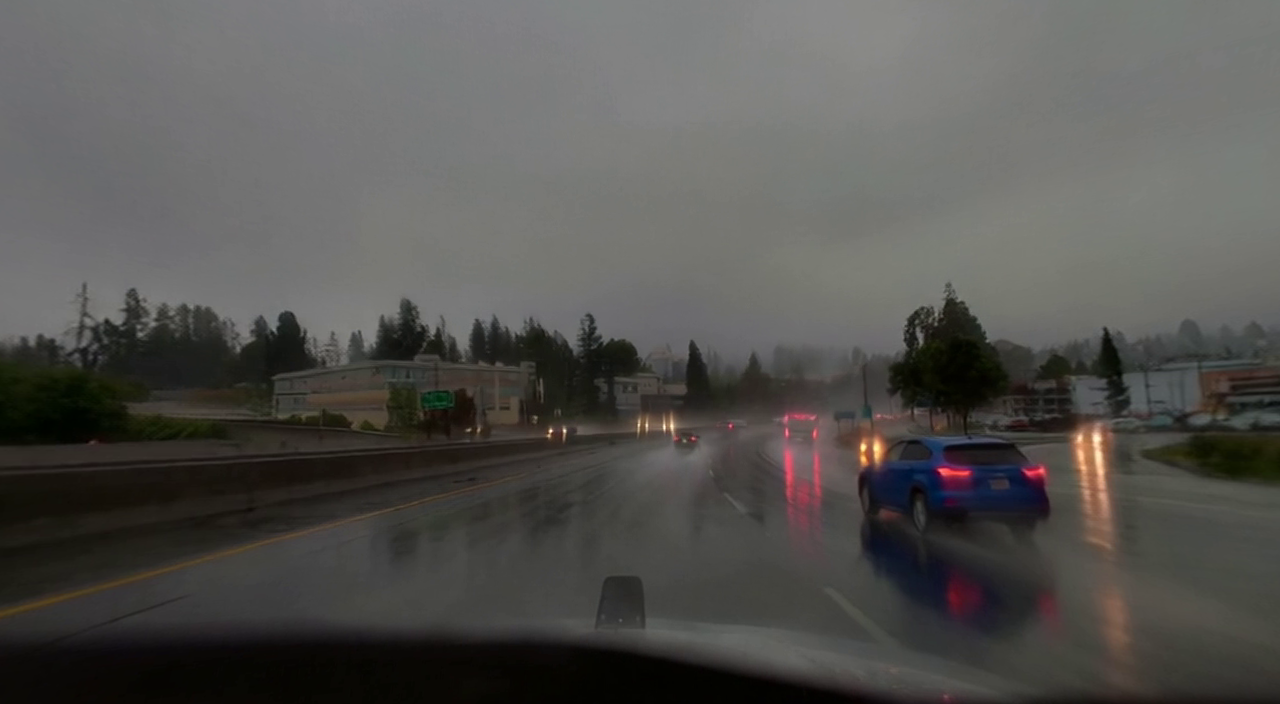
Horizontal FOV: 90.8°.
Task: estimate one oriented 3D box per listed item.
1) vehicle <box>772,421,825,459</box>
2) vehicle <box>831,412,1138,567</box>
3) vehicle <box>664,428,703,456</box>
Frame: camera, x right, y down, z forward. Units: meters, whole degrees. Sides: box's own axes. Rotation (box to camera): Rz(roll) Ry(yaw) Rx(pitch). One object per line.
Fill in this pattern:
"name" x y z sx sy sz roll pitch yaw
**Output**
"vehicle" 10.053 5.684 40.635 2.526 2.230 6.190 -1 -9 7
"vehicle" 4.404 1.816 9.091 2.097 1.659 4.320 0 -9 2
"vehicle" 2.950 6.001 42.055 2.181 1.768 4.383 -1 -9 8
